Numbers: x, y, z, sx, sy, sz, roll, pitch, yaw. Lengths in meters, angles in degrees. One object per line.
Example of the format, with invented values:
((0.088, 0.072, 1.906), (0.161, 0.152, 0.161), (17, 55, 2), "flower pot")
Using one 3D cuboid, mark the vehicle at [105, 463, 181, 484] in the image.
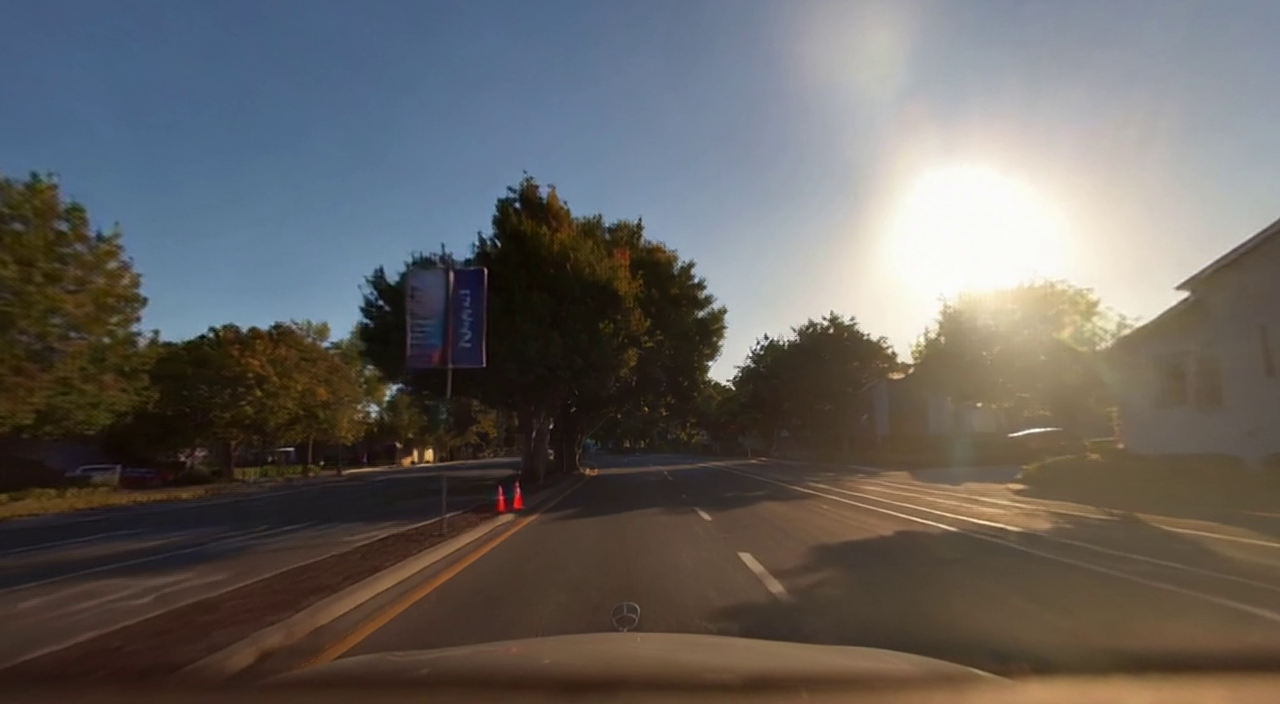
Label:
((-33.695, 8.233, 42.928), (3.512, 1.321, 1.874), (0, -8, -4), "vehicle")
